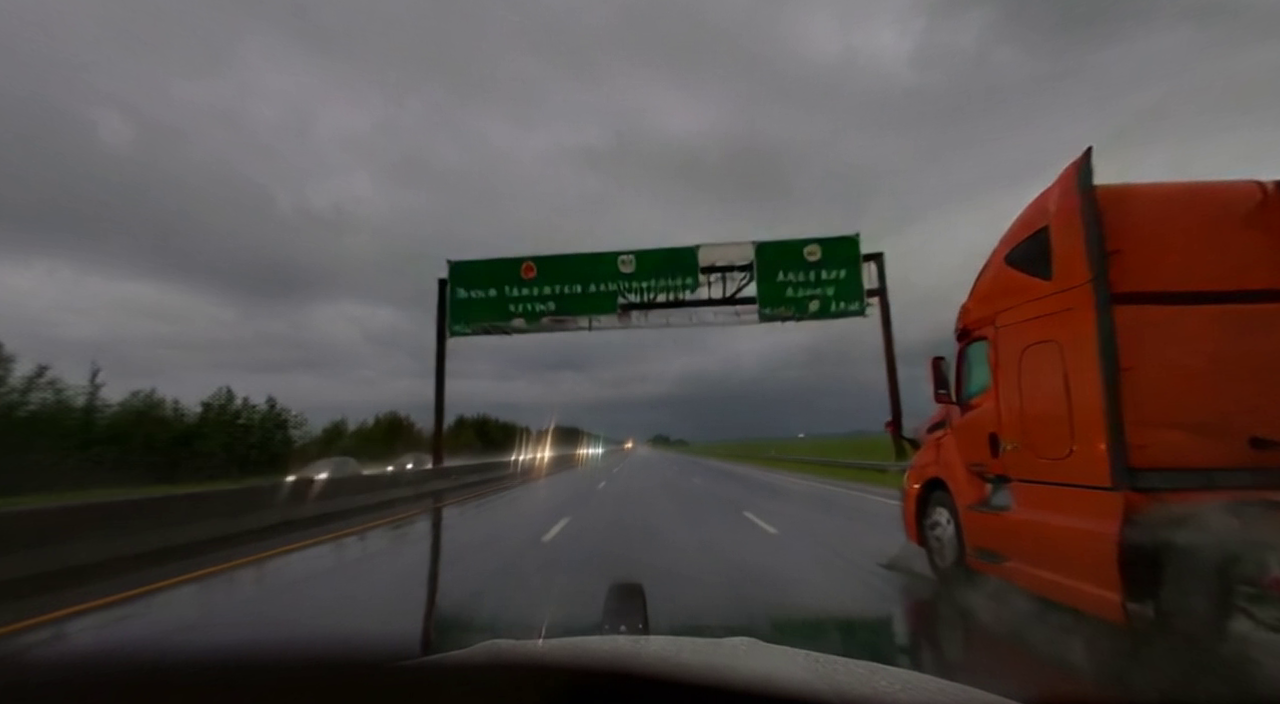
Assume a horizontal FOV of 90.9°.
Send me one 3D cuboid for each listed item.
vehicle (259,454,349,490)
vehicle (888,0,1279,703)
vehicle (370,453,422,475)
[{"bbox_3d":[-14.867,5.298,28.158,1.810,1.454,4.056,0,-9,0],"label":"vehicle"},{"bbox_3d":[4.022,-0.053,3.147,3.051,3.968,5.943,0,-9,0],"label":"vehicle"},{"bbox_3d":[-18.066,8.298,46.847,1.945,1.482,4.735,0,-9,0],"label":"vehicle"}]
